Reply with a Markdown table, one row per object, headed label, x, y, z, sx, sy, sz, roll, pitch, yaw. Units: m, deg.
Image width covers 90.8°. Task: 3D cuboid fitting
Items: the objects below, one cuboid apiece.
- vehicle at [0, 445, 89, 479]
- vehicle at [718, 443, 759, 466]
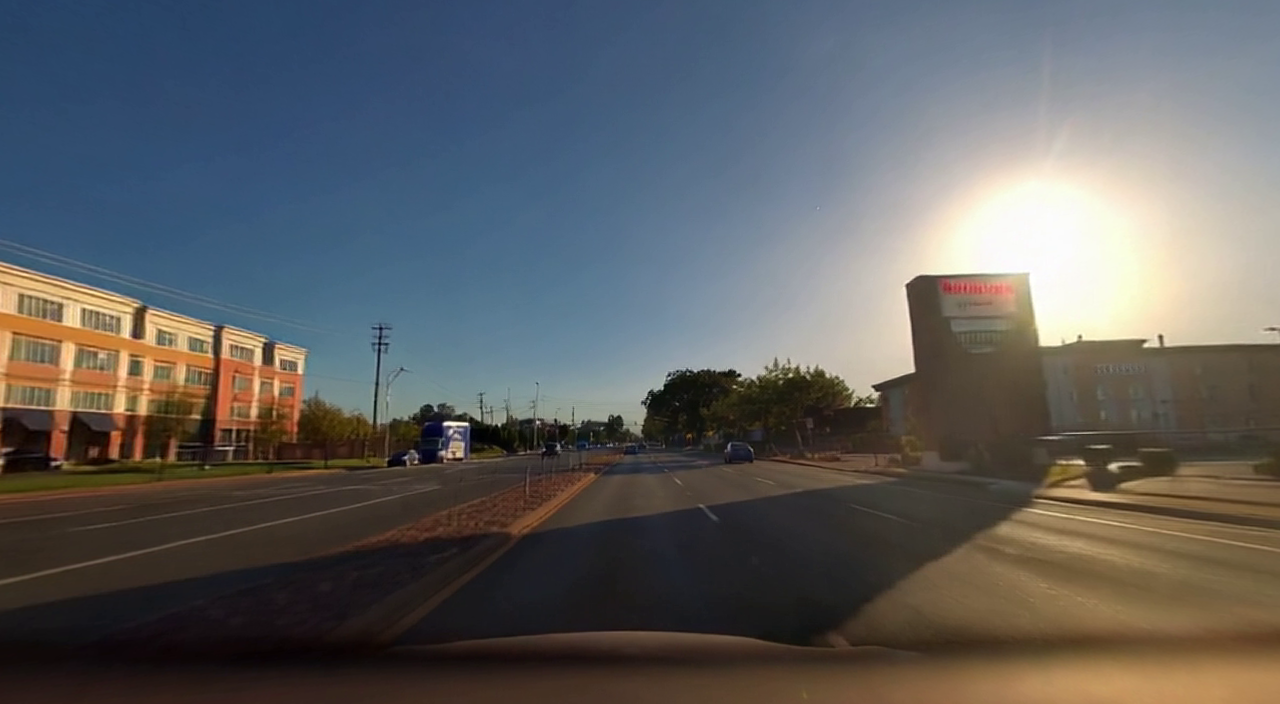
| label | x | y | z | sx | sy | sz | roll | pitch | yaw |
| --- | --- | --- | --- | --- | --- | --- | --- | --- | --- |
| vehicle | -34.797 | 6.217 | 35.989 | 1.965 | 1.753 | 5.154 | 0 | -9 | 2 |
| vehicle | 6.500 | 6.836 | 42.129 | 1.916 | 1.437 | 4.327 | 0 | -9 | -2 |
